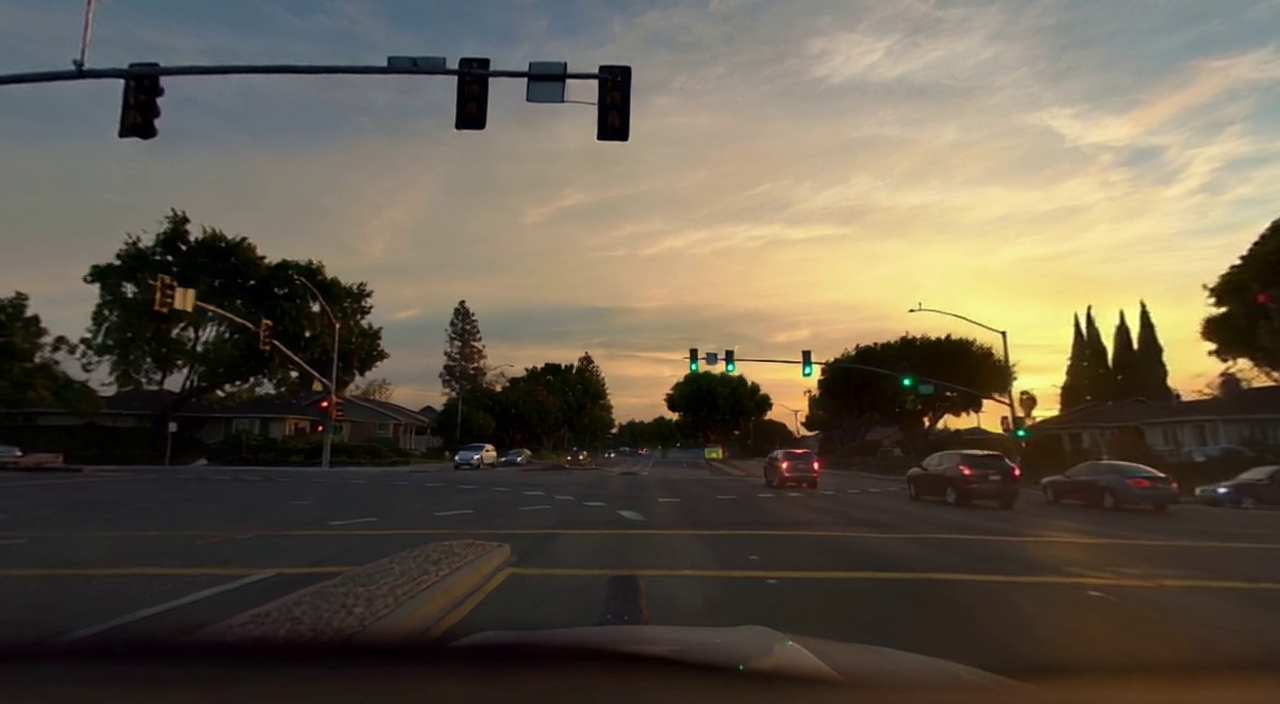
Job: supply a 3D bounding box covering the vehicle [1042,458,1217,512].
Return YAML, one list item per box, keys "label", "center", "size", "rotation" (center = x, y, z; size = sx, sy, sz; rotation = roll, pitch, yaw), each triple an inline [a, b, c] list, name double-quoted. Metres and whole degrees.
- label: "vehicle"
  center: [16.878, 4.568, 22.195]
  size: [2.053, 1.589, 5.137]
  rotation: [0, -9, 0]

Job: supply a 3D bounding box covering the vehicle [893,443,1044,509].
- label: "vehicle"
  center: [9.917, 3.749, 19.576]
  size: [2.120, 1.767, 4.856]
  rotation: [0, -9, 1]

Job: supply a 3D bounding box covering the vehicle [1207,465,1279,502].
- label: "vehicle"
  center: [32.116, 6.722, 32.271]
  size: [4.240, 1.728, 2.009]
  rotation: [0, -9, -2]

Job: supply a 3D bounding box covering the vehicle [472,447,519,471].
- label: "vehicle"
  center: [-9.929, 7.356, 43.599]
  size: [2.039, 1.519, 4.356]
  rotation: [-1, -9, 2]

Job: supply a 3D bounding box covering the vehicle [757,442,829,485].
- label: "vehicle"
  center: [7.129, 5.238, 29.934]
  size: [2.239, 1.812, 4.812]
  rotation: [0, -9, 0]
